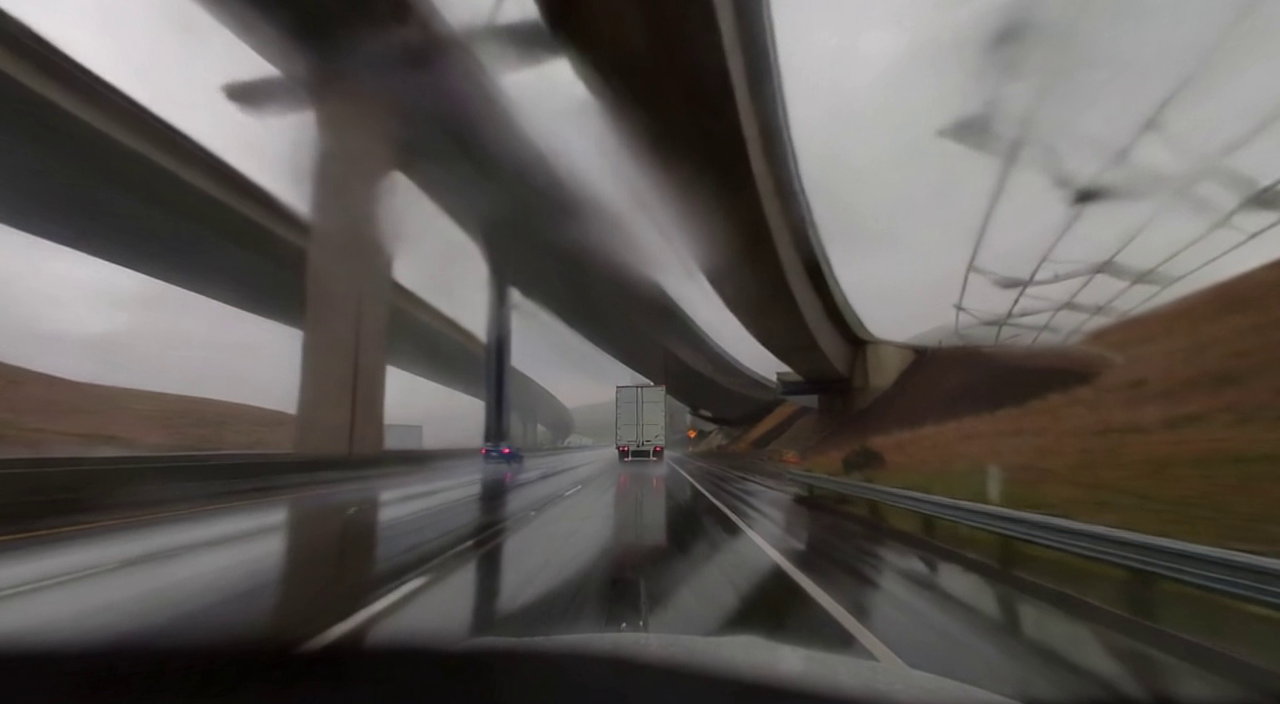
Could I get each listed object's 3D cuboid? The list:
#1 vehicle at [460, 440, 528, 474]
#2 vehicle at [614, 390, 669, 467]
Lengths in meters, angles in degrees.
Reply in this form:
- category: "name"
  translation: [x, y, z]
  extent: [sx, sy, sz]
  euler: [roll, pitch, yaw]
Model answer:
- category: "vehicle"
  translation: [-6.965, 5.043, 30.585]
  extent: [2.078, 1.496, 4.563]
  euler: [0, -8, 1]
- category: "vehicle"
  translation: [0.061, 4.839, 38.810]
  extent: [2.866, 4.014, 11.261]
  euler: [0, -8, 0]
